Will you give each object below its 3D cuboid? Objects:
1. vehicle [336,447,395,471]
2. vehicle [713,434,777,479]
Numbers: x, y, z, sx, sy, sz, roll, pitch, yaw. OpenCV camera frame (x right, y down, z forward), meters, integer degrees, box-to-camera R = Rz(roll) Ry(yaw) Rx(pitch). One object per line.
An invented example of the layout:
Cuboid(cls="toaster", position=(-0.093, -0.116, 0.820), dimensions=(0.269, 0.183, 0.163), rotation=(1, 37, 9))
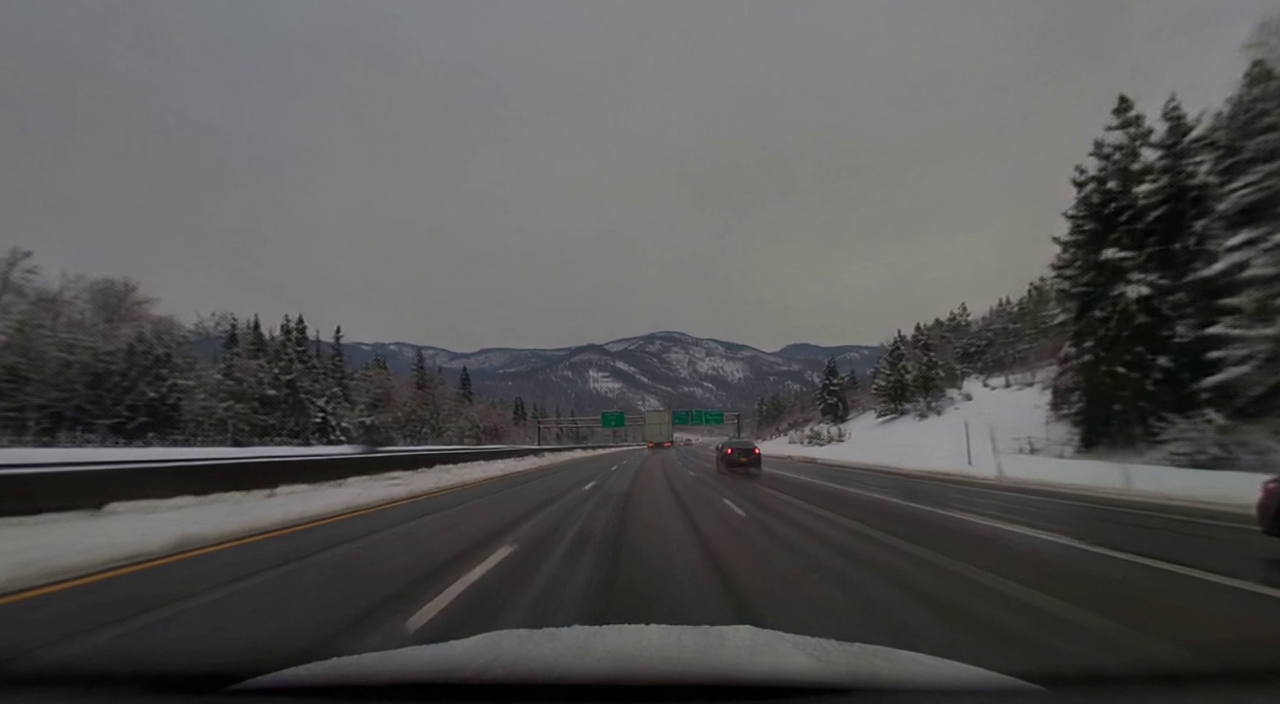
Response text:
Cuboid(cls="vehicle", position=(-18.945, 7.390, 43.764), dimensions=(1.944, 1.487, 4.621), rotation=(-1, -8, 2))
Cuboid(cls="vehicle", position=(4.112, 4.148, 25.274), dimensions=(1.880, 1.624, 3.941), rotation=(0, -8, 0))
